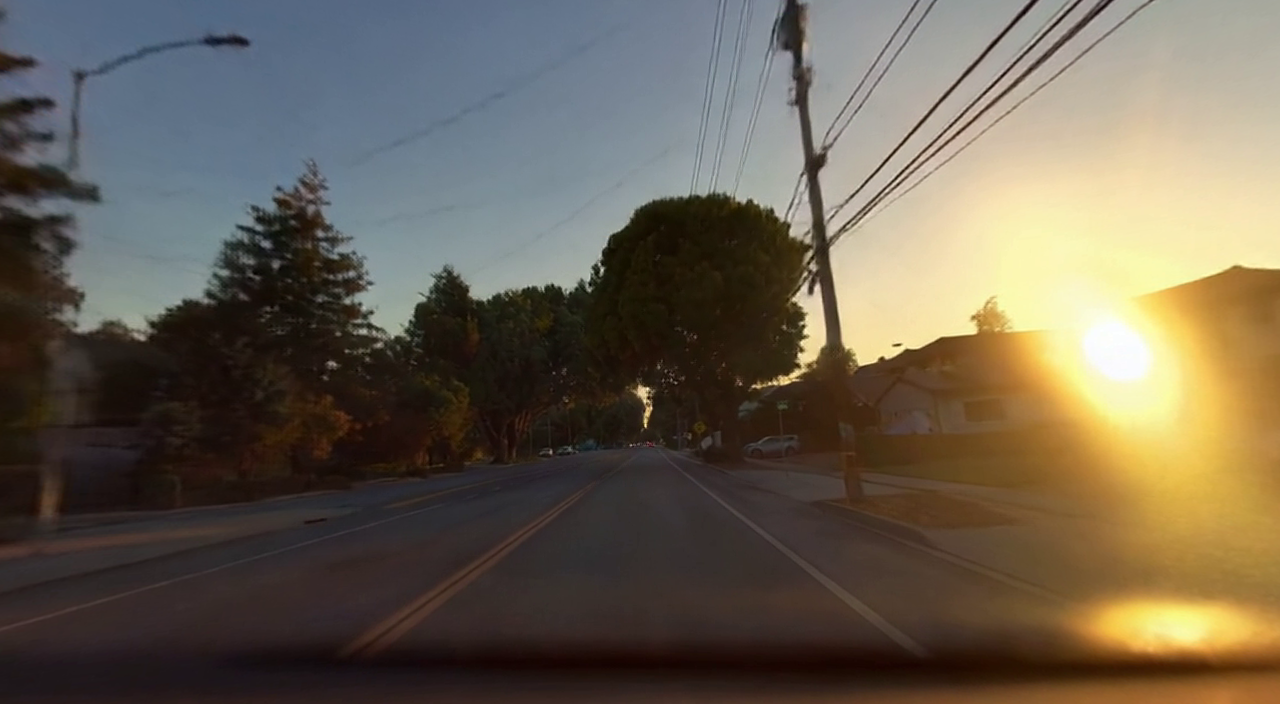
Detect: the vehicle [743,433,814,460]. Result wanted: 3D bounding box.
[{"bbox_3d":[9.741,6.688,44.526,4.494,1.850,2.027,0,-9,0],"label":"vehicle"}]
